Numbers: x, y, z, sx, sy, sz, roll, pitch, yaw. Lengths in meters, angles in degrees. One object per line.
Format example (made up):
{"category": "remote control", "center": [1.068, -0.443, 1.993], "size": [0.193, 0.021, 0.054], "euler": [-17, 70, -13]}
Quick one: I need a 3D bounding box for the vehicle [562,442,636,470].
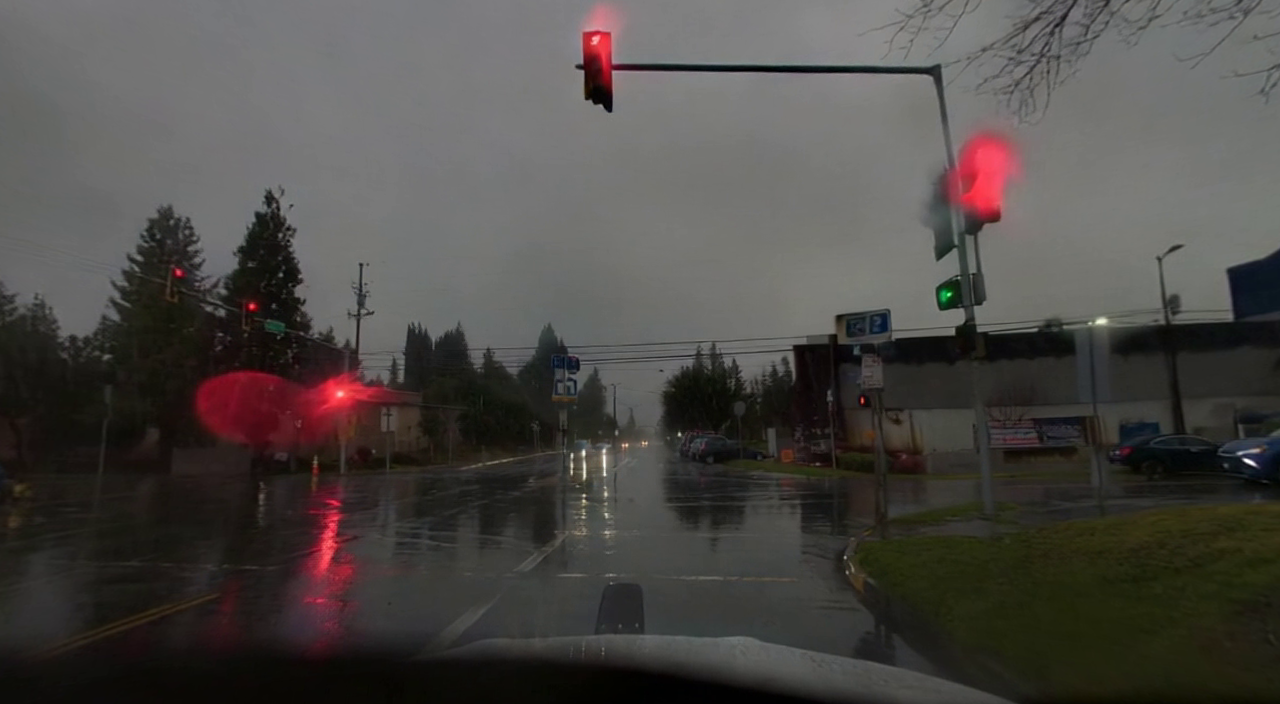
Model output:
{"category": "vehicle", "center": [-2.448, 6.152, 37.556], "size": [3.991, 1.526, 1.868], "euler": [-4, -9, 30]}

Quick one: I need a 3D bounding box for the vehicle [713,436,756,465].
{"category": "vehicle", "center": [6.921, 7.189, 46.184], "size": [1.491, 2.041, 2.964], "euler": [6, -9, -33]}

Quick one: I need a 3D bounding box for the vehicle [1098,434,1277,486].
{"category": "vehicle", "center": [16.807, 3.321, 19.510], "size": [3.876, 1.512, 1.784], "euler": [0, -8, -1]}

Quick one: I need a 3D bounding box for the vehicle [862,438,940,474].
{"category": "vehicle", "center": [12.397, 5.041, 30.269], "size": [1.922, 1.529, 3.964], "euler": [0, -12, -1]}
